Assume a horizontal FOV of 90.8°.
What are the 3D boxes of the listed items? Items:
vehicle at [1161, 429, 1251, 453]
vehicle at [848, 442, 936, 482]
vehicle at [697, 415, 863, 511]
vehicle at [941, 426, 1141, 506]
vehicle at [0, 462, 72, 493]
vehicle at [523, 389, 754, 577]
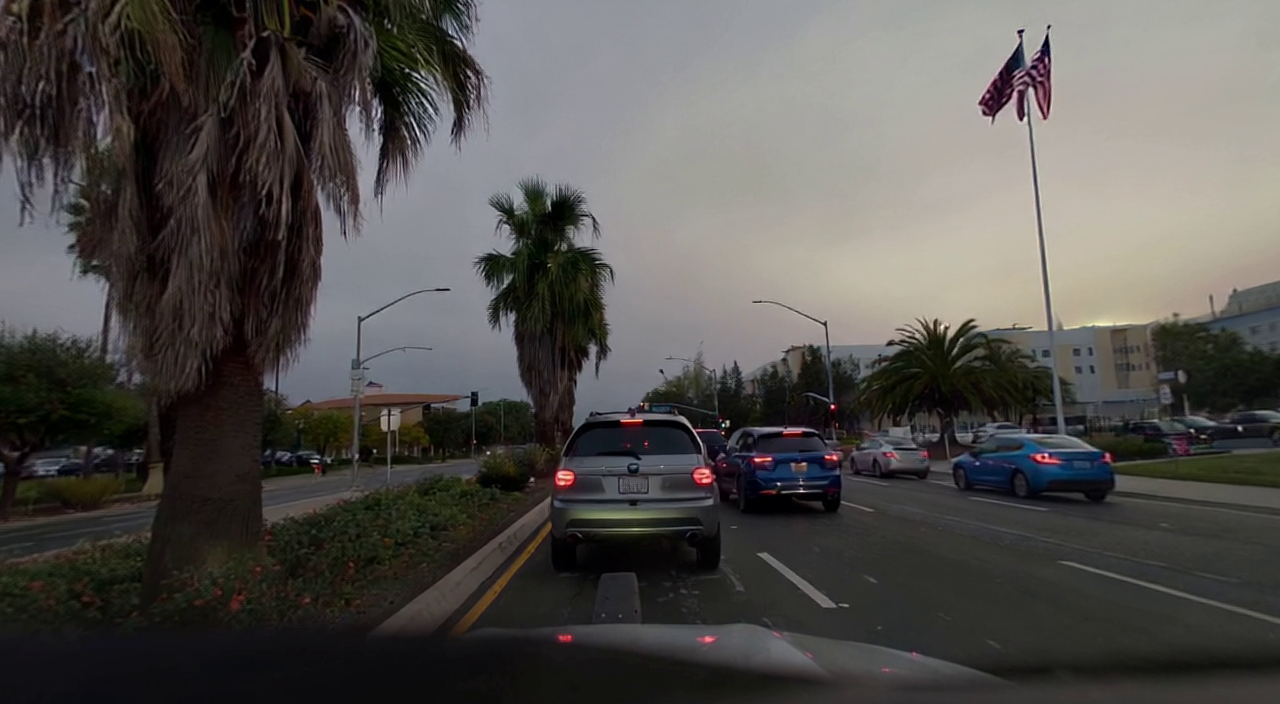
[{"bbox_3d":[36.420,5.764,40.837,1.839,1.455,4.395,0,-9,2],"label":"vehicle"},{"bbox_3d":[10.174,4.456,25.871,1.855,1.495,4.143,0,-9,-1],"label":"vehicle"},{"bbox_3d":[3.250,2.827,16.582,2.773,2.021,6.212,0,-9,-2],"label":"vehicle"},{"bbox_3d":[10.033,2.882,16.401,2.155,1.779,4.582,0,-9,0],"label":"vehicle"},{"bbox_3d":[-45.664,9.076,45.763,6.410,2.078,2.584,0,-9,0],"label":"vehicle"},{"bbox_3d":[-0.121,1.700,8.945,2.402,1.938,4.535,0,-9,-3],"label":"vehicle"}]
